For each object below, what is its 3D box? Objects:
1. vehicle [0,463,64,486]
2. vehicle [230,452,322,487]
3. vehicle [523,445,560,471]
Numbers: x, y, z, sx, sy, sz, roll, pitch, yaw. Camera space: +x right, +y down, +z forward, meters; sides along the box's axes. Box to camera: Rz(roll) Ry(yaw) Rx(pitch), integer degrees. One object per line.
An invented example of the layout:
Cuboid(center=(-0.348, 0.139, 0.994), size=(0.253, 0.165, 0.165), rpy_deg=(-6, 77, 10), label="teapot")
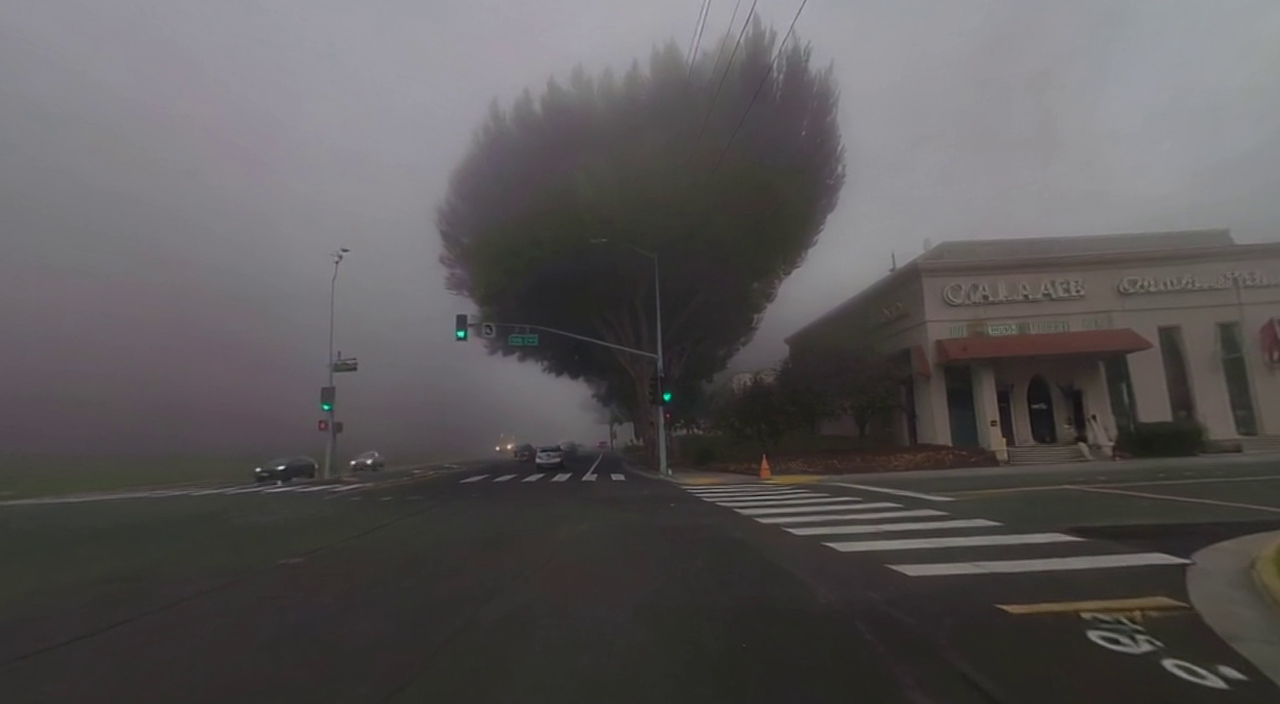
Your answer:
Cuboid(center=(-43.976, 8.739, 45.013), size=(3.829, 1.510, 1.790), rpy_deg=(1, -8, -7), label="vehicle")
Cuboid(center=(-17.429, 5.595, 30.552), size=(1.997, 1.480, 4.715), rpy_deg=(1, -8, -6), label="vehicle")
Cuboid(center=(-6.086, 6.566, 39.385), size=(2.063, 1.474, 4.334), rpy_deg=(1, -9, -7), label="vehicle")
